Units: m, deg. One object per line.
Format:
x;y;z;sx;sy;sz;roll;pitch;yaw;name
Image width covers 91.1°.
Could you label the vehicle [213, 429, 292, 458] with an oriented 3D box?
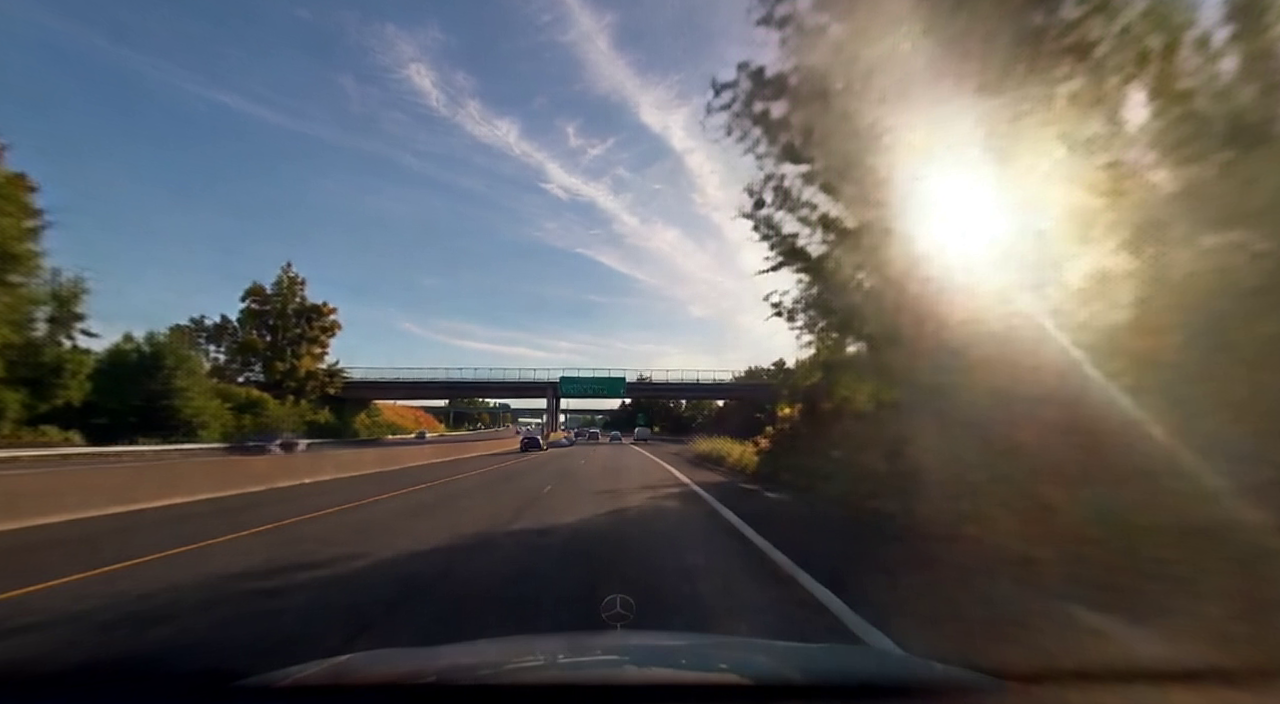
-21.948;5.190;35.817;1.919;1.535;4.259;0;-8;-2;vehicle
